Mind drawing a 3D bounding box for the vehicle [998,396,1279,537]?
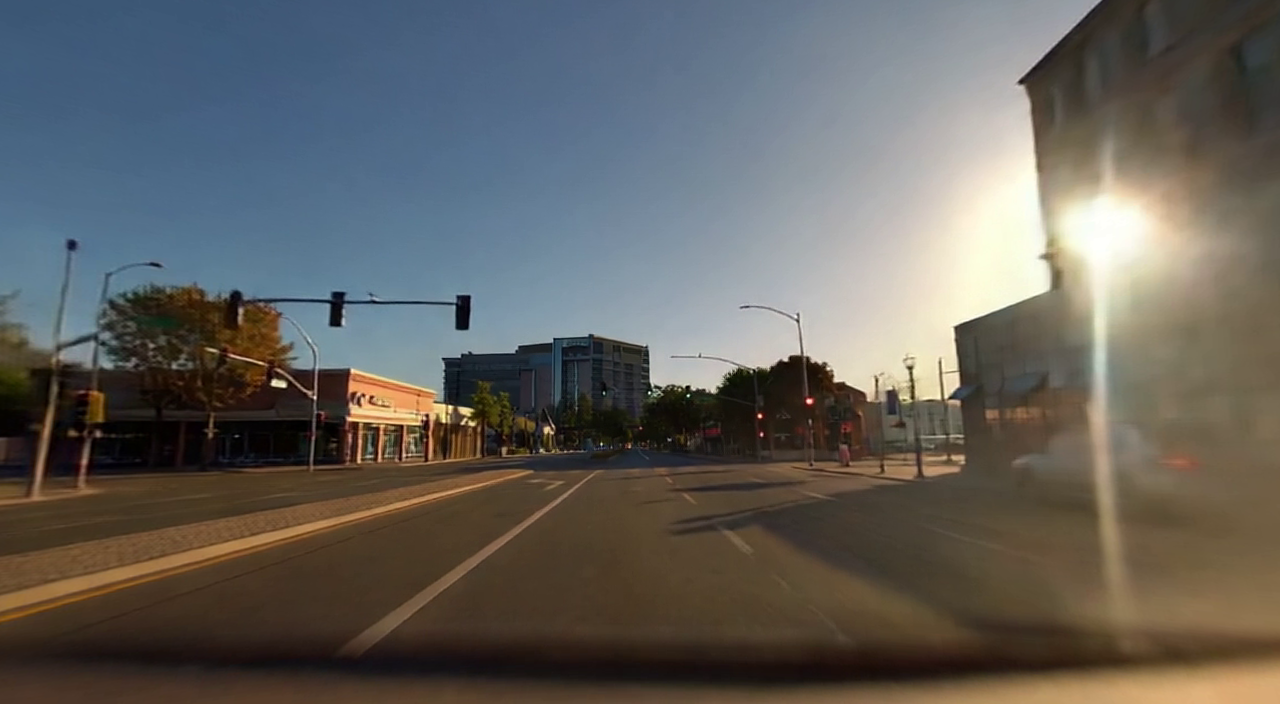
[{"bbox_3d":[9.992,2.148,12.467,2.273,2.103,5.788,0,-8,-2],"label":"vehicle"}]
